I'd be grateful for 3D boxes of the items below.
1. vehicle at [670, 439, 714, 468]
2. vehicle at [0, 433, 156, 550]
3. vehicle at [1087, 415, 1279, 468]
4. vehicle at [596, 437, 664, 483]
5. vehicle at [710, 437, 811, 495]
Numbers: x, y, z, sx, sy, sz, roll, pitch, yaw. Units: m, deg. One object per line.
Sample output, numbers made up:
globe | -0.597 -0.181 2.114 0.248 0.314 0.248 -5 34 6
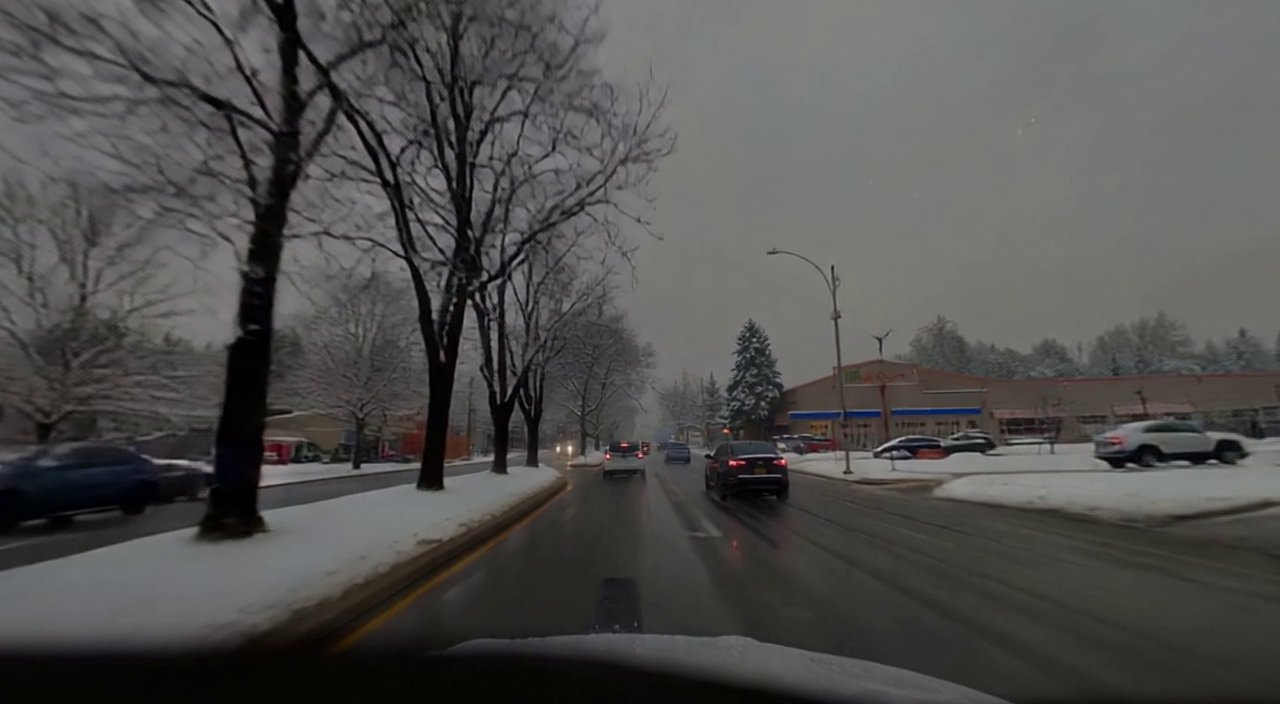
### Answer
vehicle | 2.902 5.775 36.165 2.098 1.527 3.966 0 -8 -2
vehicle | -11.060 2.288 10.564 2.233 1.799 4.700 0 -8 -1
vehicle | 19.159 3.175 22.361 4.948 1.733 2.296 0 -8 -1
vehicle | -0.363 3.899 23.210 2.232 1.508 4.319 0 -8 -1
vehicle | 3.376 3.268 18.564 2.060 1.471 4.168 0 -8 -1
